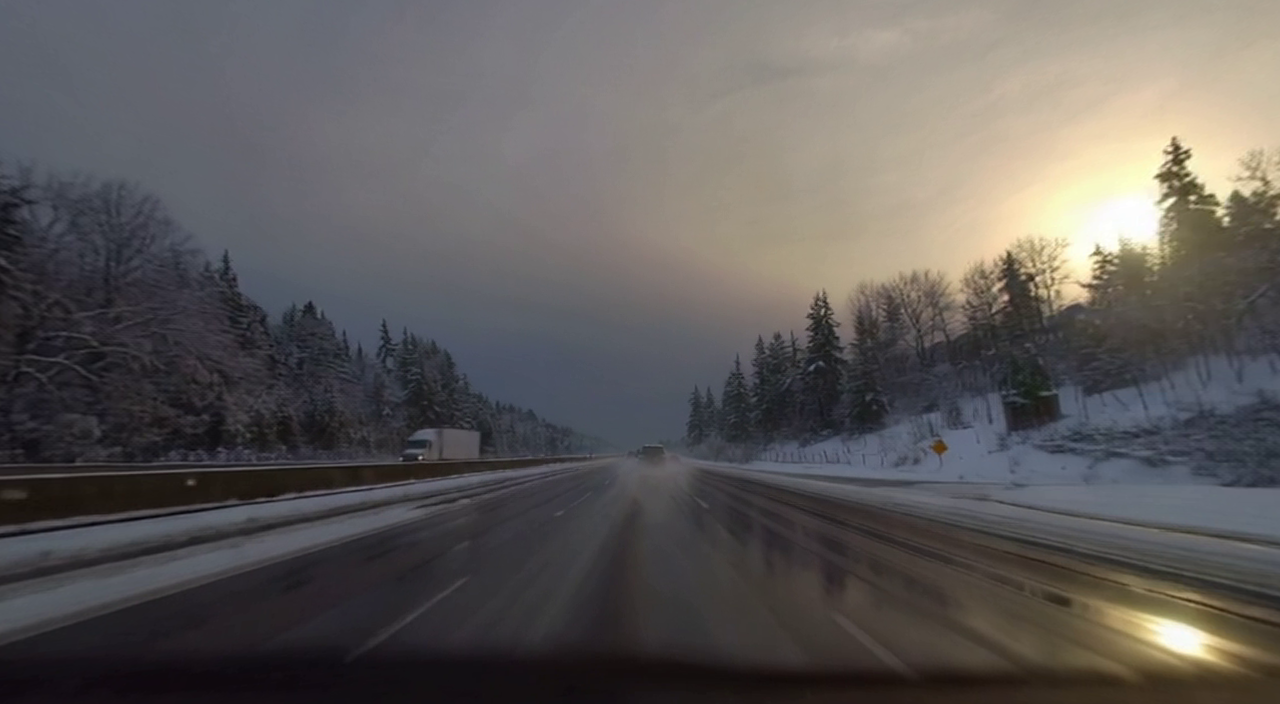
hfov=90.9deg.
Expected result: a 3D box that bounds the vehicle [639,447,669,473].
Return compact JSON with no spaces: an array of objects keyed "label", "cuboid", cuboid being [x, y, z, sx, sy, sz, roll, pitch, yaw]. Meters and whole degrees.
[{"label":"vehicle","cuboid":[1.068,8.507,49.564,2.279,1.934,4.268,0,-9,0]}]
